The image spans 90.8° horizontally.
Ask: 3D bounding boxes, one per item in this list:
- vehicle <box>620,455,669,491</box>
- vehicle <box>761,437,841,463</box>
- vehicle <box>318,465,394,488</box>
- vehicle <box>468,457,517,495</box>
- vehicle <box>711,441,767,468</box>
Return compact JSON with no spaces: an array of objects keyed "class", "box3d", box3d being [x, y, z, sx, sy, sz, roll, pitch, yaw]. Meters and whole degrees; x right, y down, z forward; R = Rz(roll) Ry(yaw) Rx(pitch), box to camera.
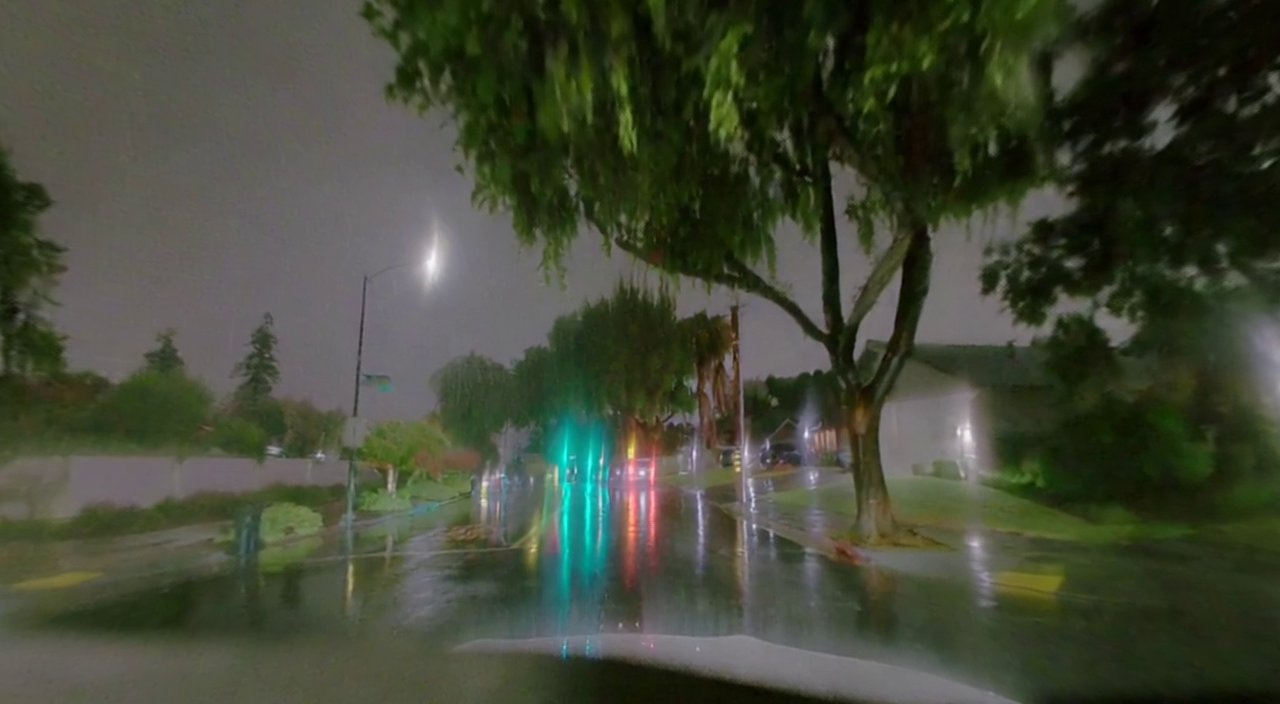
[{"class":"vehicle","box3d":[0.166,6.897,36.253,2.229,1.826,4.611,0,-9,-7]},{"class":"vehicle","box3d":[10.203,6.257,40.286,4.639,1.634,2.005,-1,-9,6]},{"class":"vehicle","box3d":[-19.927,8.767,44.361,4.527,1.466,1.880,-2,-9,10]},{"class":"vehicle","box3d":[-8.119,6.798,35.086,2.155,1.729,4.799,0,-7,-7]},{"class":"vehicle","box3d":[7.318,7.495,46.294,2.100,1.857,4.611,-7,-11,36]}]
